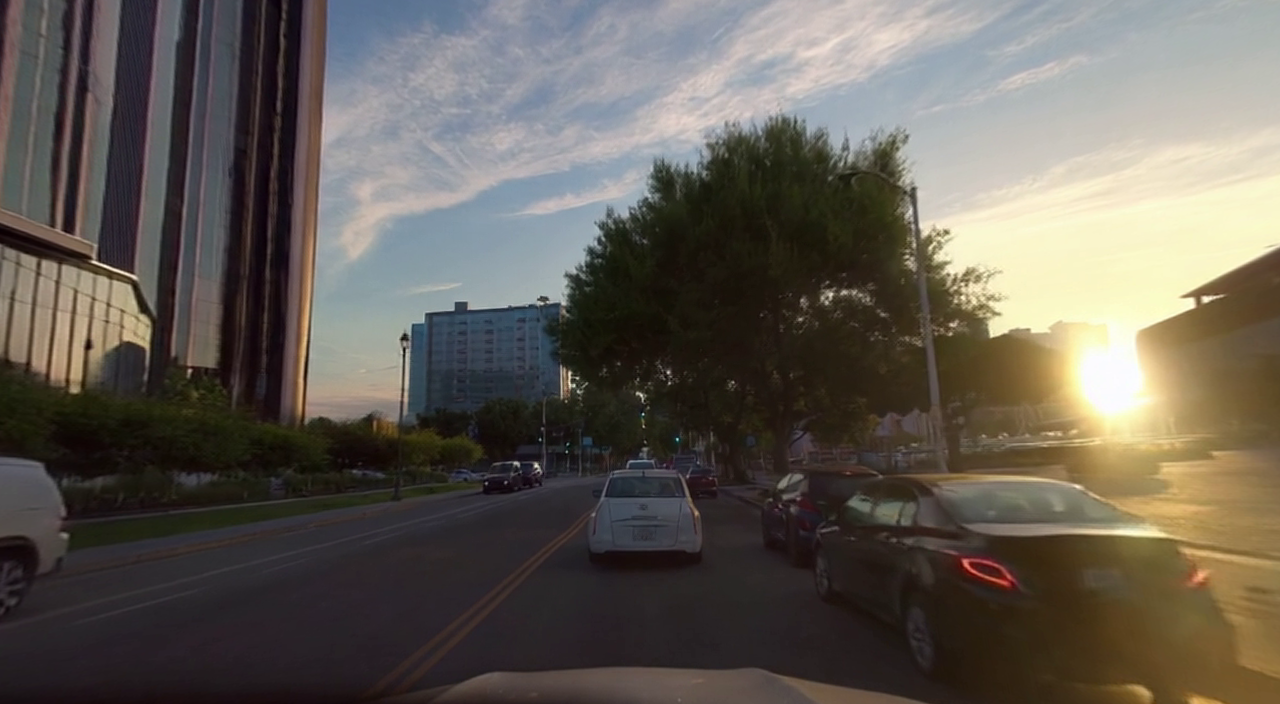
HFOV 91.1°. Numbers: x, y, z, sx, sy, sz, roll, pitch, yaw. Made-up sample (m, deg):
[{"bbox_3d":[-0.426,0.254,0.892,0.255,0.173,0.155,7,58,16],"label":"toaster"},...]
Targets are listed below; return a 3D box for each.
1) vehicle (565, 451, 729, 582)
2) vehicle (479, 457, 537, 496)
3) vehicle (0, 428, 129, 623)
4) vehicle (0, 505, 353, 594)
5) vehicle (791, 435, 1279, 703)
[{"bbox_3d":[0.088,2.382,9.683,2.018,1.583,3.646,1,-10,0],"label":"vehicle"},{"bbox_3d":[-6.600,6.342,31.846,2.024,1.654,4.396,-3,-12,-1],"label":"vehicle"},{"bbox_3d":[-6.724,1.405,4.690,1.994,1.701,4.520,-3,-12,-1],"label":"vehicle"},{"bbox_3d":[-6.858,3.028,10.171,2.223,0.774,4.789,1,-10,0],"label":"vehicle"},{"bbox_3d":[2.665,1.589,5.186,1.884,1.566,4.018,1,-10,1],"label":"vehicle"}]
